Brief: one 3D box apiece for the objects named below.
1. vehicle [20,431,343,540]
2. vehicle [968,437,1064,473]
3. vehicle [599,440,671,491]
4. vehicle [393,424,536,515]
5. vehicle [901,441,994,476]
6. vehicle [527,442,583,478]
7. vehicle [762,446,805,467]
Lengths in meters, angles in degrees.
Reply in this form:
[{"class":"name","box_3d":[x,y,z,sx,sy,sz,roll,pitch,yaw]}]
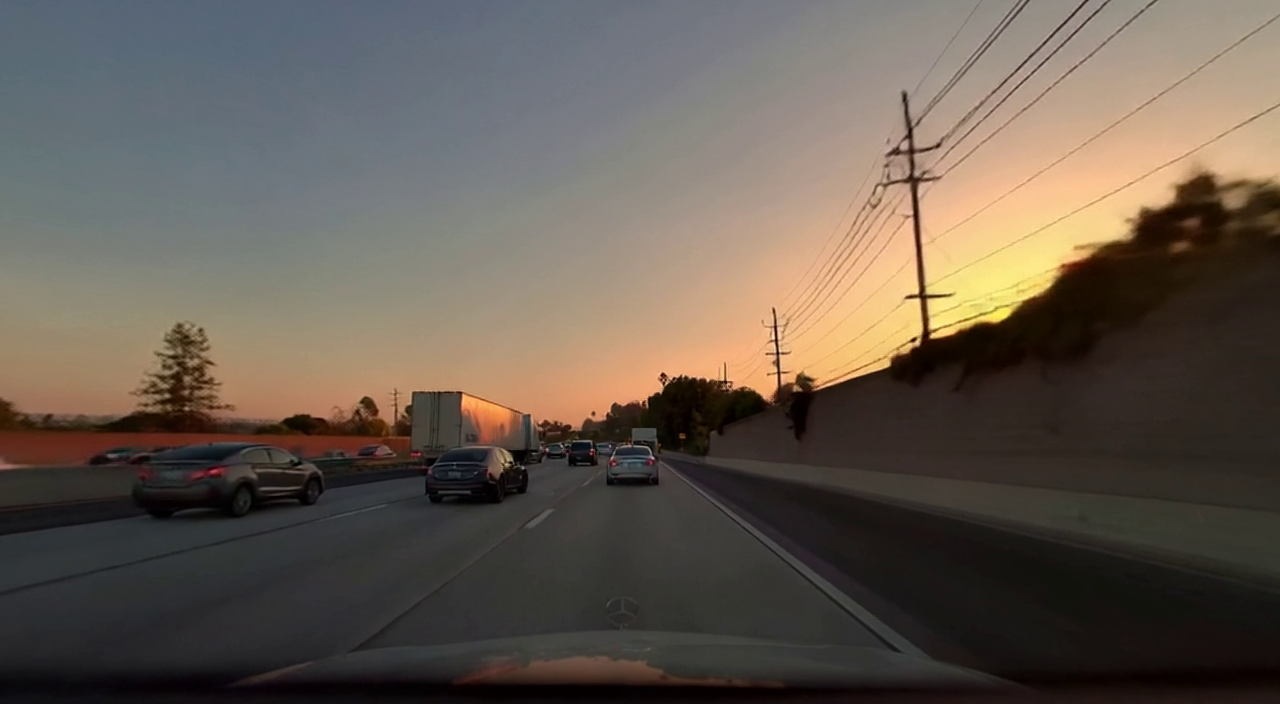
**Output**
[{"class":"vehicle","box_3d":[-7.616,2.244,11.361,2.165,1.511,4.810,0,-9,1]},{"class":"vehicle","box_3d":[17.841,4.911,30.239,1.936,1.591,4.362,0,-9,1]},{"class":"vehicle","box_3d":[-0.164,3.621,20.461,2.089,1.477,3.818,0,-9,0]},{"class":"vehicle","box_3d":[-3.734,2.582,14.328,1.923,1.716,4.289,0,-9,1]},{"class":"vehicle","box_3d":[14.255,4.950,29.623,1.949,1.472,4.795,0,-9,0]},{"class":"vehicle","box_3d":[-3.746,4.843,28.649,1.870,1.485,4.304,0,-9,1]},{"class":"vehicle","box_3d":[10.502,7.688,46.666,1.974,1.495,4.734,0,-9,-1]}]
